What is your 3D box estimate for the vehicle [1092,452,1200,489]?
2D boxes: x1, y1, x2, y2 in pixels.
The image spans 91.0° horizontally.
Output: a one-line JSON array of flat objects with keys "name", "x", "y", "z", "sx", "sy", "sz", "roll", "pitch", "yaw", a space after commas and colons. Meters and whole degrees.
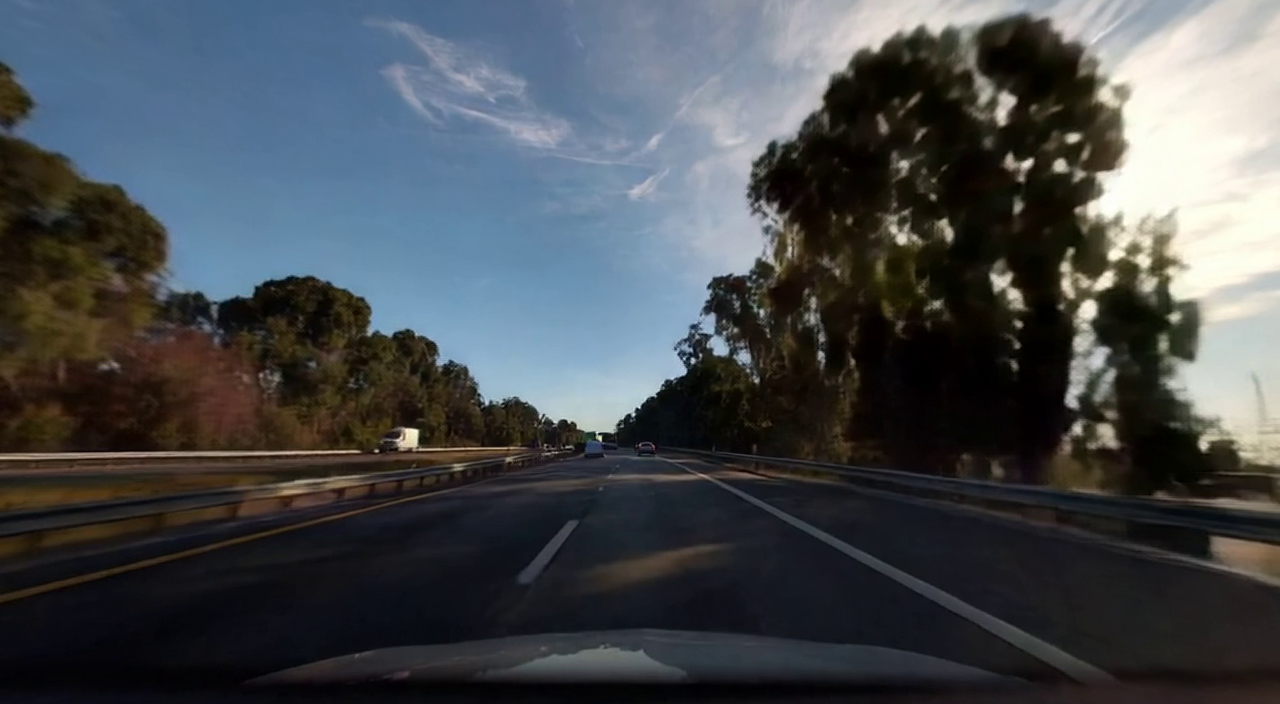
[{"name": "vehicle", "x": 24.102, "y": 5.616, "z": 30.238, "sx": 1.889, "sy": 1.560, "sz": 4.976, "roll": -2, "pitch": -8, "yaw": 12}]
